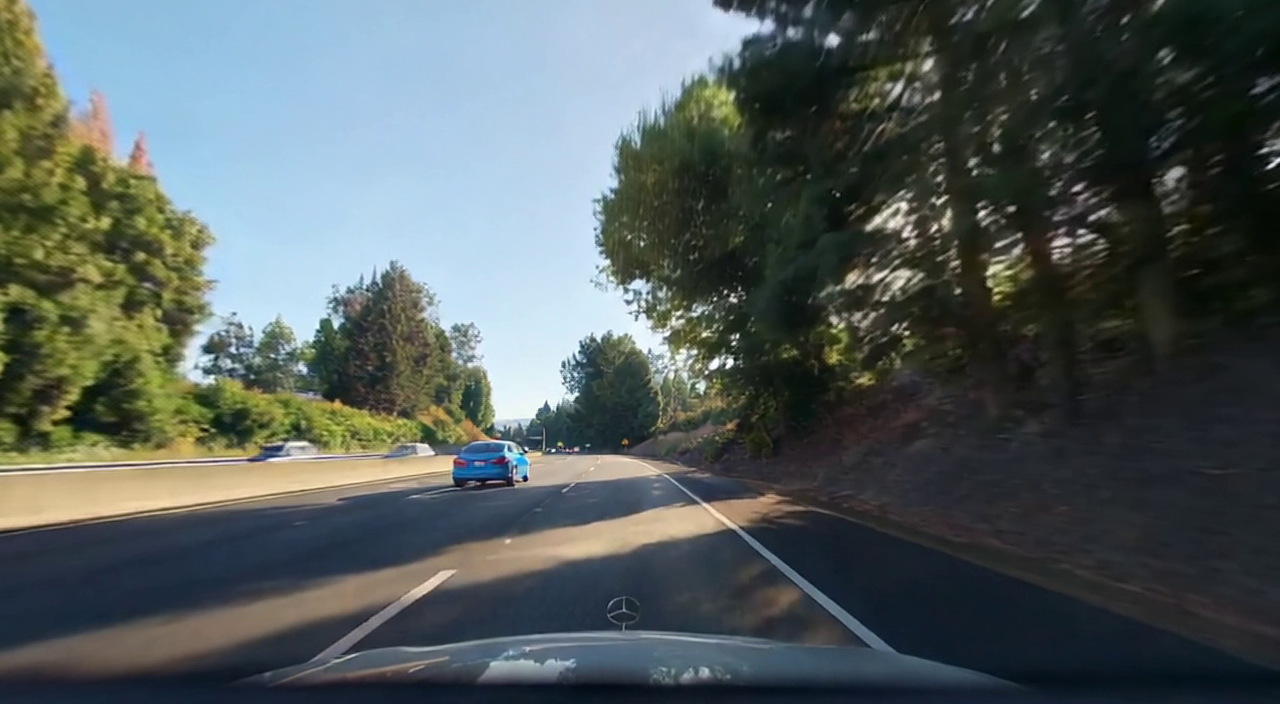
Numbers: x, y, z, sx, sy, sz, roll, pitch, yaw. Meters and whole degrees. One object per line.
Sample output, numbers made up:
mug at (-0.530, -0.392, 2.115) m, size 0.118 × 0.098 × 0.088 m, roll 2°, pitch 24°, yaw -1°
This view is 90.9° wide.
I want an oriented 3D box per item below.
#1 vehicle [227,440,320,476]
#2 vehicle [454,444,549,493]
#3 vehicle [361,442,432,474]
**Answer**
vehicle at (-16.024, 4.663, 27.791) m, size 1.821 × 1.460 × 3.851 m, roll 0°, pitch -9°, yaw -1°
vehicle at (-4.426, 3.808, 20.934) m, size 2.126 × 1.411 × 4.433 m, roll 0°, pitch -9°, yaw 1°
vehicle at (-11.747, 5.155, 30.740) m, size 1.767 × 1.417 × 4.231 m, roll 0°, pitch -9°, yaw 0°
